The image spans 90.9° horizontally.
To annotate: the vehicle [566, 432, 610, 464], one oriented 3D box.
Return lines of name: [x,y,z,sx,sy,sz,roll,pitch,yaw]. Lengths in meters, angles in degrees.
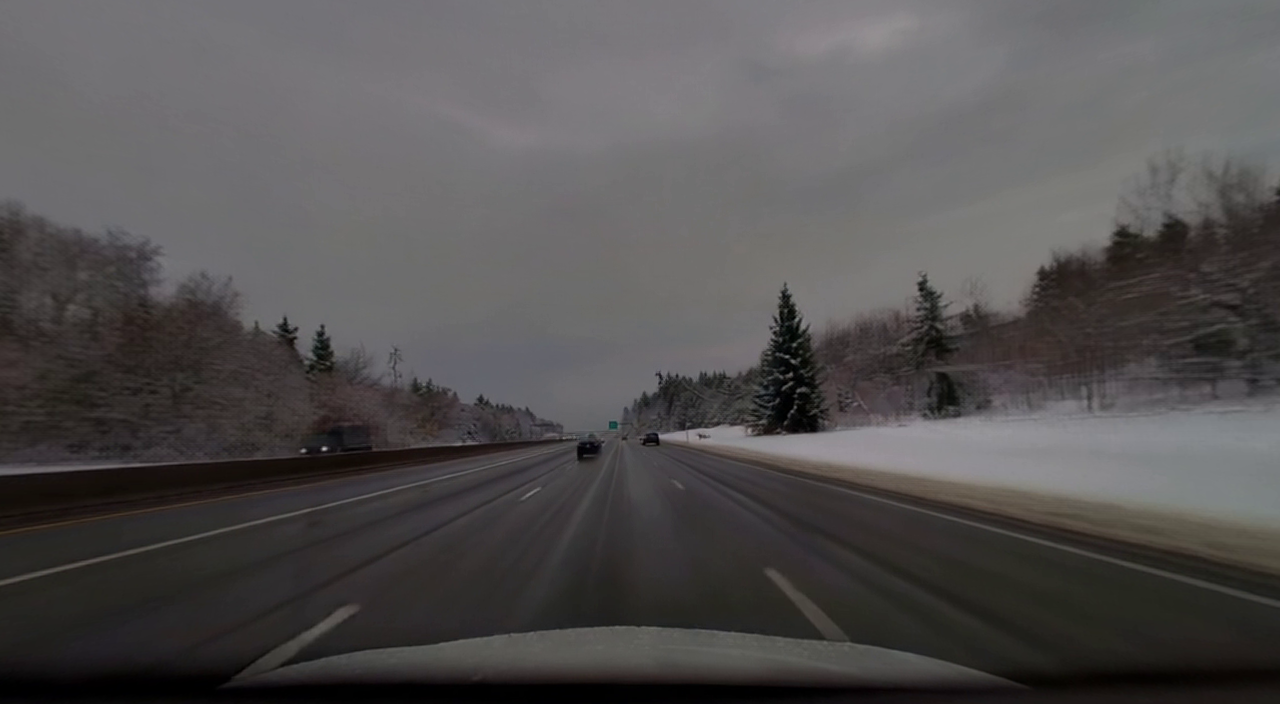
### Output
vehicle: [-2.547,4.783,31.686,2.000,1.491,3.913,0,-8,-1]
